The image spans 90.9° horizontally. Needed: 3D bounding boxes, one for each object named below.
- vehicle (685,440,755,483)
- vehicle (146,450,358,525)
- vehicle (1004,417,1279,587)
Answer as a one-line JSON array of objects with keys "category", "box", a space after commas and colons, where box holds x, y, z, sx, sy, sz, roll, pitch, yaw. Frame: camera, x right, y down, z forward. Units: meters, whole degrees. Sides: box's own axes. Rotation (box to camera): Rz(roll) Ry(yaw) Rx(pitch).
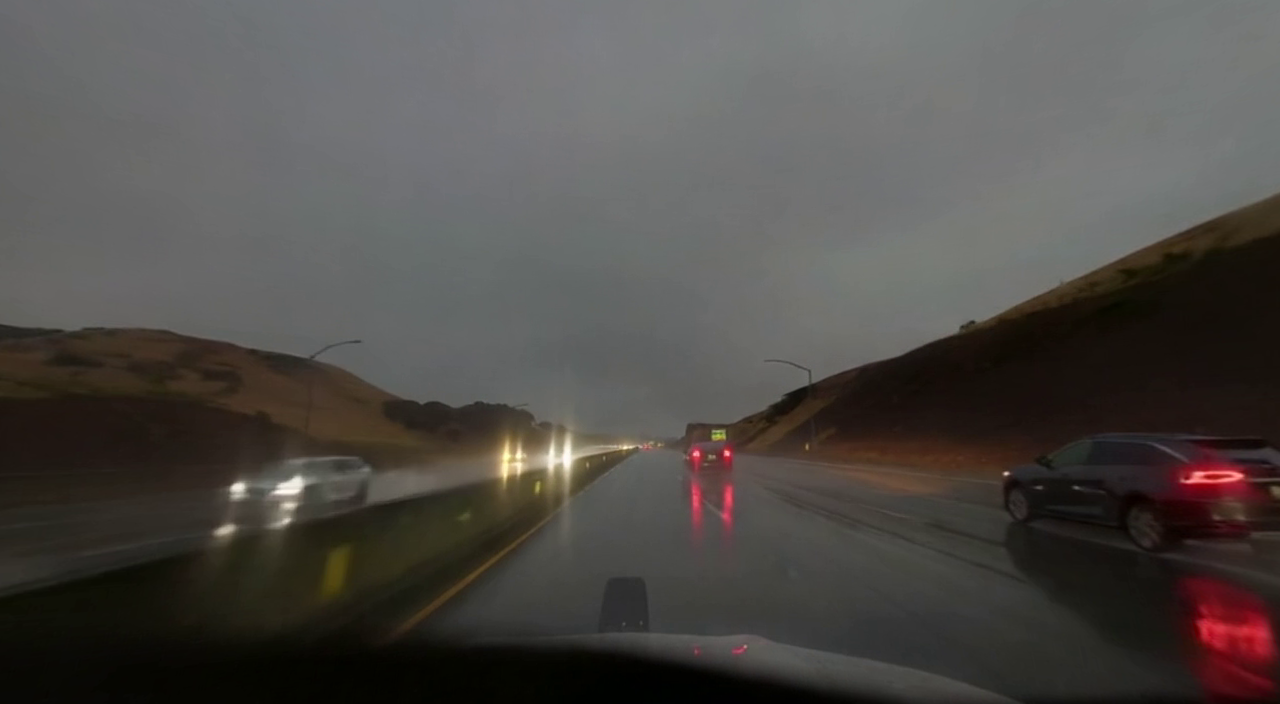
[{"category": "vehicle", "box": [2.897, 4.068, 23.687, 2.044, 1.444, 4.216, 0, -8, 0]}, {"category": "vehicle", "box": [-9.173, 3.200, 15.572, 2.208, 1.447, 4.764, -2, -8, 0]}, {"category": "vehicle", "box": [6.812, 1.635, 7.609, 1.988, 1.530, 4.777, 0, -8, 0]}]
